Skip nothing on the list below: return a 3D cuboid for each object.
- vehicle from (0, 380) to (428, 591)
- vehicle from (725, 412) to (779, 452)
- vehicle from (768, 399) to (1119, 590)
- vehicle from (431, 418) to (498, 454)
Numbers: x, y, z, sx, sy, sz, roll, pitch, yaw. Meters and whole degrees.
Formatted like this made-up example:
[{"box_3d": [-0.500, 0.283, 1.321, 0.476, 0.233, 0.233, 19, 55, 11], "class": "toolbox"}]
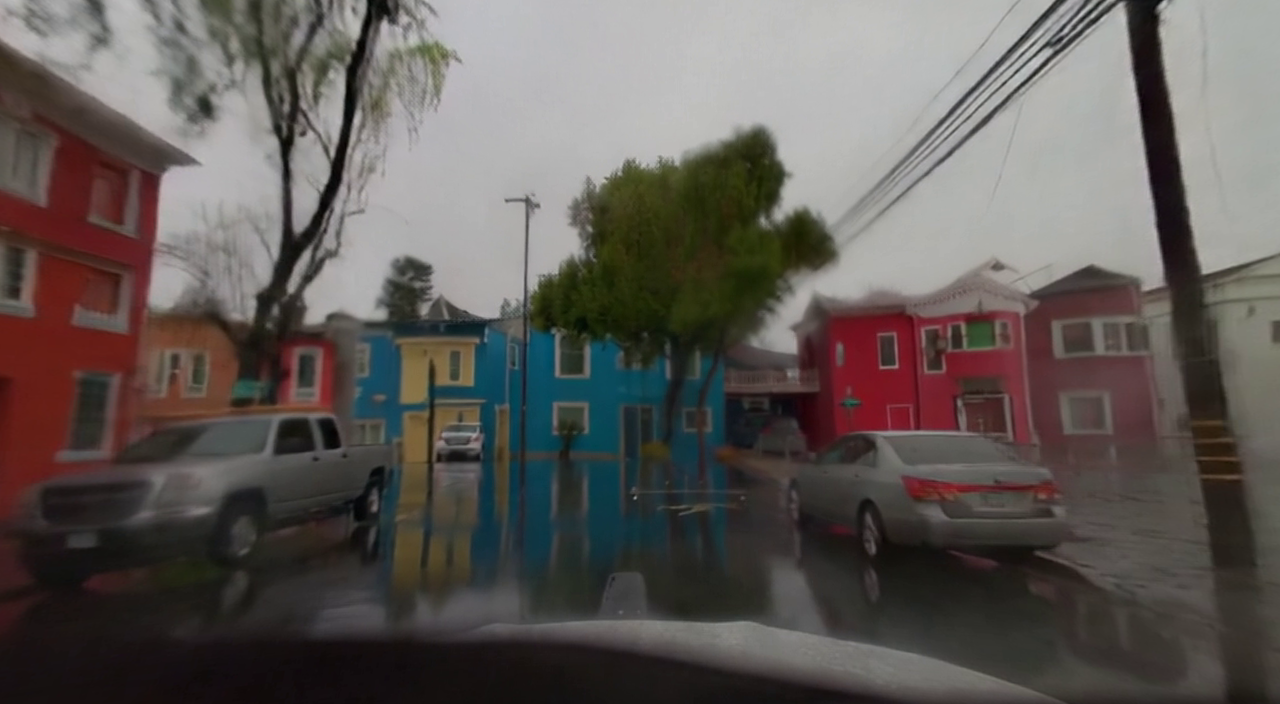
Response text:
[{"box_3d": [-5.479, 1.787, 9.477, 2.480, 2.084, 6.353, 0, -9, -1], "class": "vehicle"}, {"box_3d": [5.767, 4.185, 33.027, 2.081, 1.891, 4.367, 0, -7, 1], "class": "vehicle"}, {"box_3d": [3.429, 1.726, 8.547, 2.109, 1.811, 4.886, 0, -9, -3], "class": "vehicle"}, {"box_3d": [-9.123, 4.480, 33.191, 2.091, 1.760, 4.760, 0, -9, 1], "class": "vehicle"}]
